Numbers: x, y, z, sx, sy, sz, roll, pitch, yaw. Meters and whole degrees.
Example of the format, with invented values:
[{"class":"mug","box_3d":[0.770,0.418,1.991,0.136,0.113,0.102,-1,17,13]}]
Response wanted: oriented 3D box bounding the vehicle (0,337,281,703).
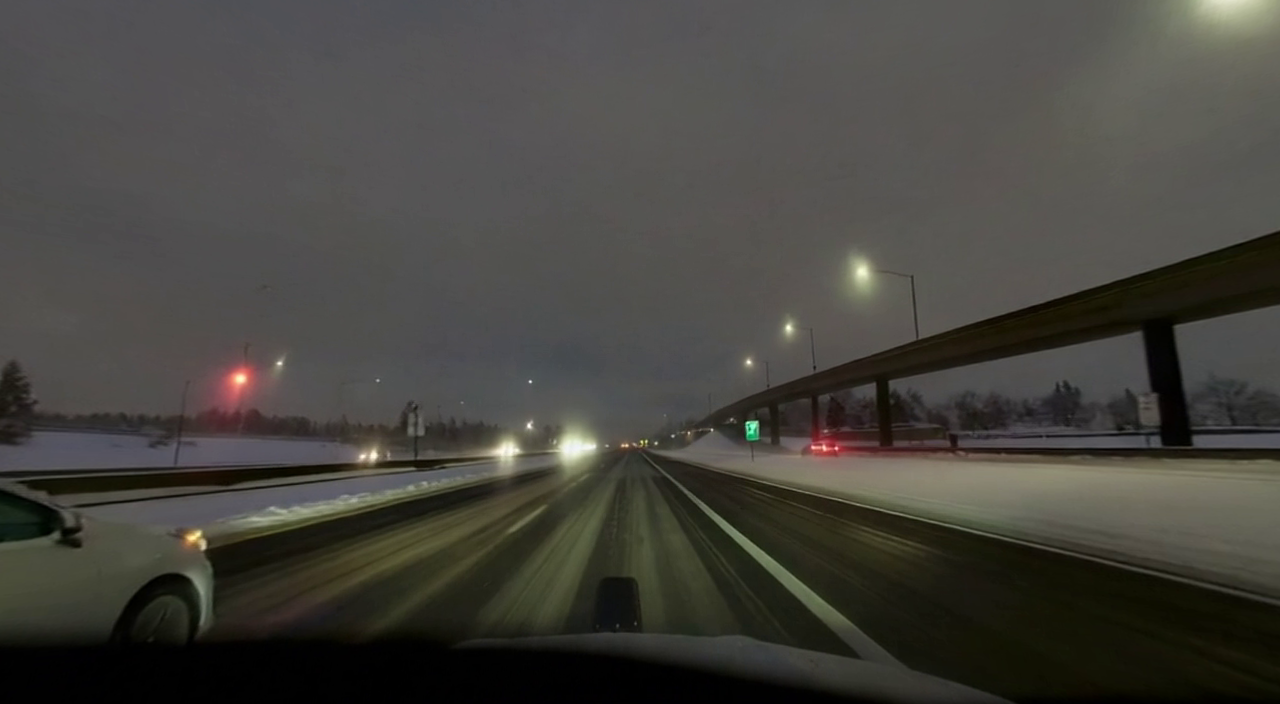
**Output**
[{"class":"vehicle","box_3d":[-3.309,0.738,1.703,2.178,1.699,4.321,0,-8,-1]}]
